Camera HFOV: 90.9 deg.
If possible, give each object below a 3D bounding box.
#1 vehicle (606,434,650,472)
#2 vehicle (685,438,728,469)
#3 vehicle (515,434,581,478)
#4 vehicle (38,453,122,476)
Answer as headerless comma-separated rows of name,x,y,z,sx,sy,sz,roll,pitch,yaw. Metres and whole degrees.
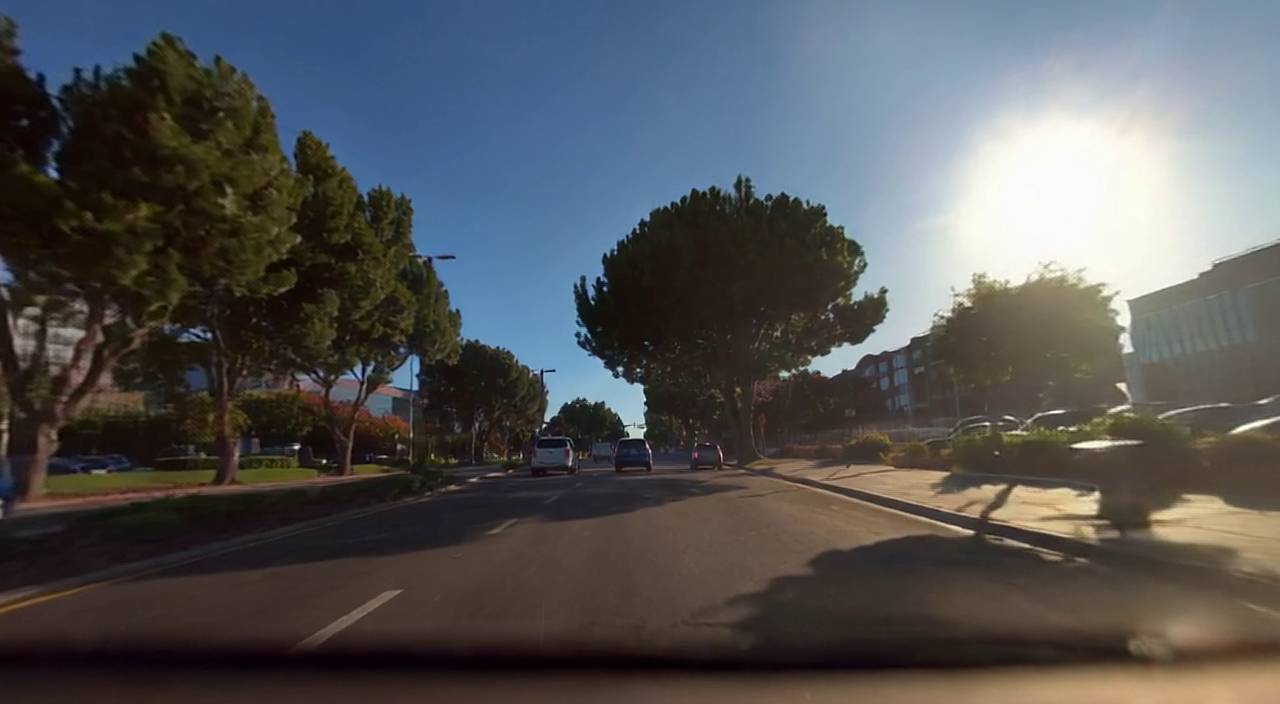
vehicle,-0.536,4.910,30.762,2.022,1.700,4.084,0,-8,0
vehicle,3.589,5.557,34.712,1.847,1.554,4.052,0,-8,-1
vehicle,-3.791,4.345,26.670,2.047,1.710,4.314,0,-8,1
vehicle,-41.665,8.446,47.104,1.761,1.433,4.631,-4,-13,5
